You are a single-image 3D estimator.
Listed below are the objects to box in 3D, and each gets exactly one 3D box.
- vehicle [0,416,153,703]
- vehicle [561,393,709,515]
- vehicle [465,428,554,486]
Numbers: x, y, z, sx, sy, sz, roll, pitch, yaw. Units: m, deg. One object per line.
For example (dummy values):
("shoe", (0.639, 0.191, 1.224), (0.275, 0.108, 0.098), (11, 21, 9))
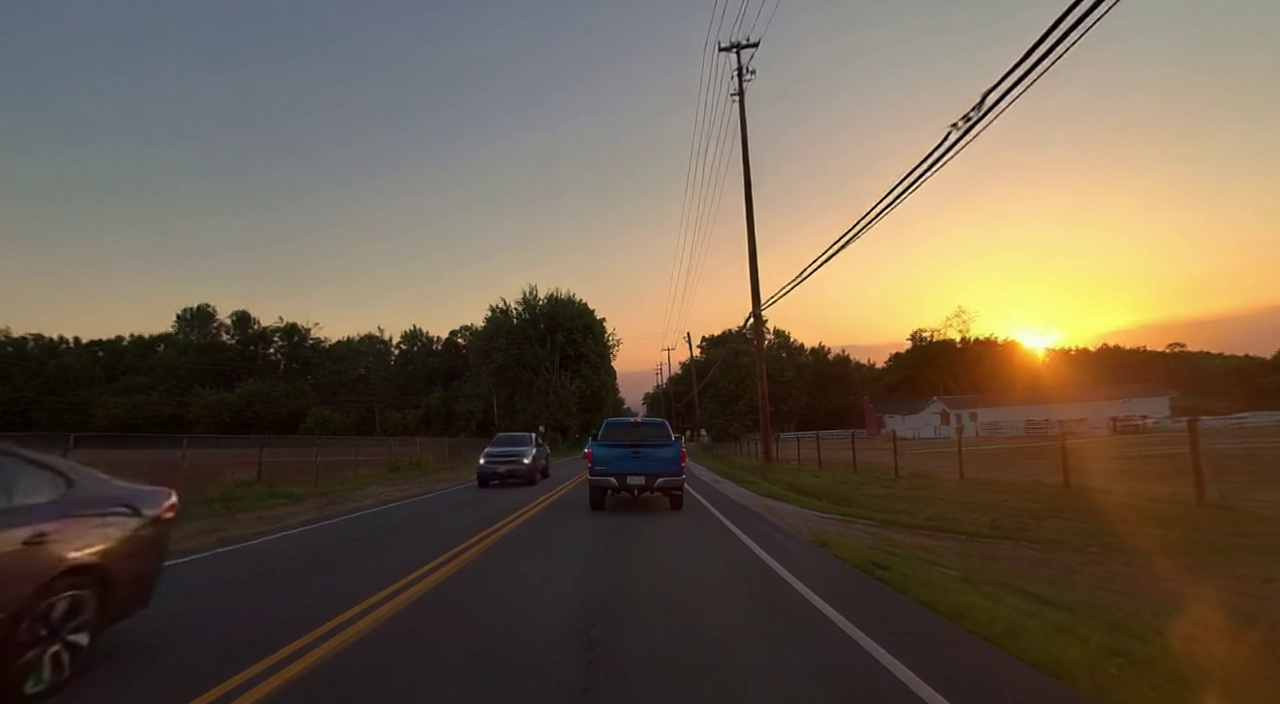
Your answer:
("vehicle", (-4.025, 0.854, 1.630), (1.935, 1.489, 4.495), (0, -9, 0))
("vehicle", (-0.136, 2.298, 14.566), (2.693, 2.223, 5.885), (0, -9, -1))
("vehicle", (-4.417, 3.658, 22.261), (2.077, 1.805, 4.891), (0, -9, 0))
